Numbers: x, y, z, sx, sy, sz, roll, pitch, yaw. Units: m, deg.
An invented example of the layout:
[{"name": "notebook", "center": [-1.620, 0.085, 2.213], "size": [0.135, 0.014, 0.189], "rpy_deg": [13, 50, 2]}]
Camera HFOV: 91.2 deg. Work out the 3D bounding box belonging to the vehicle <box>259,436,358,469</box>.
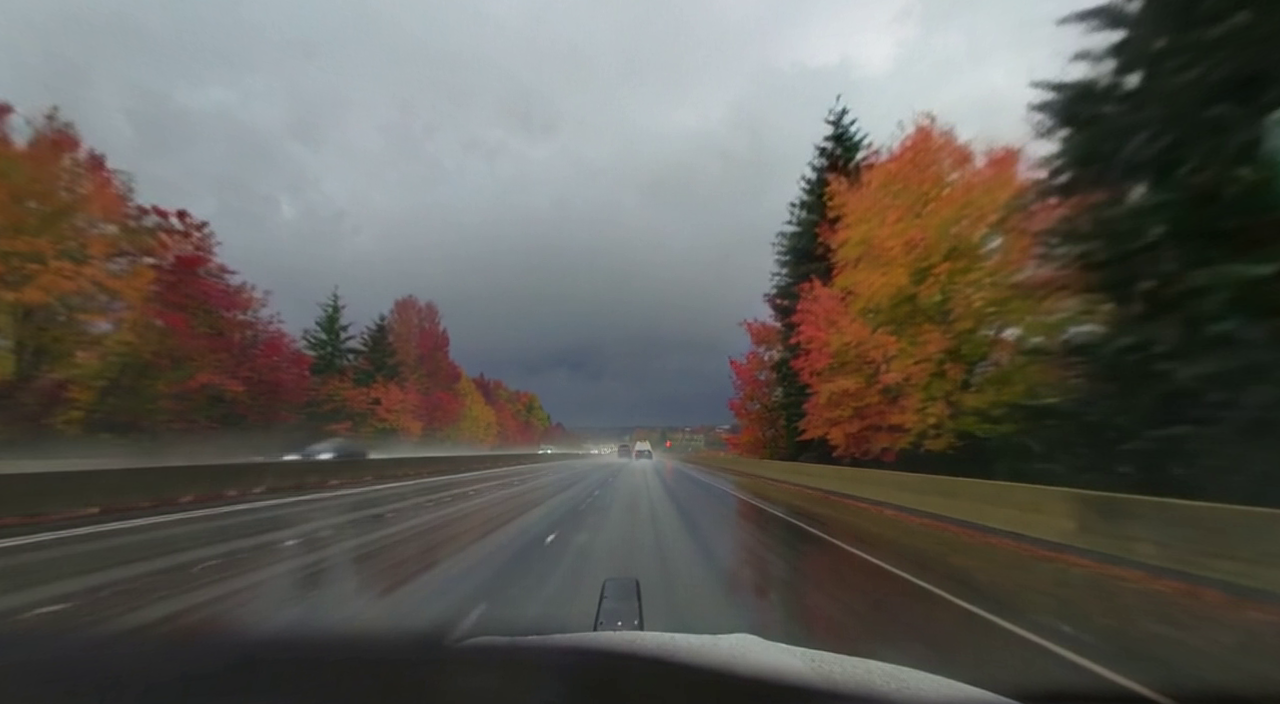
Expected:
[{"name": "vehicle", "center": [-15.283, 4.665, 29.175], "size": [2.467, 1.373, 3.927], "rpy_deg": [0, -9, -1]}]
